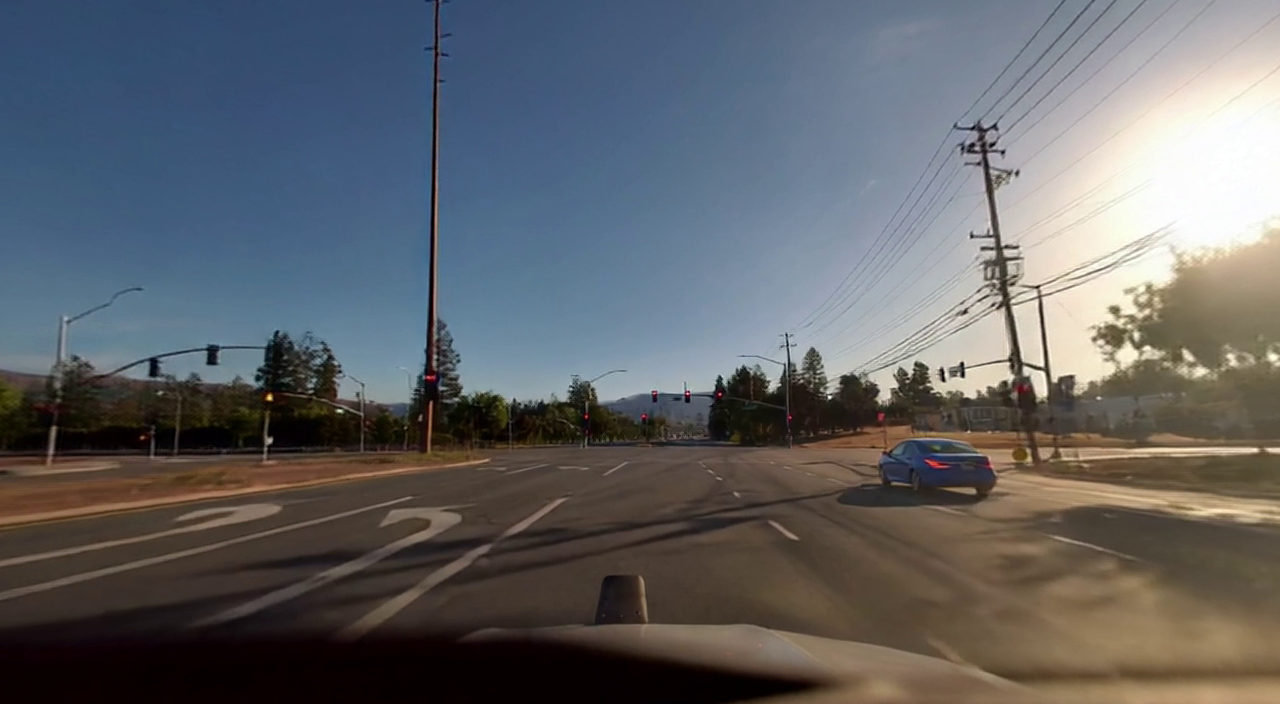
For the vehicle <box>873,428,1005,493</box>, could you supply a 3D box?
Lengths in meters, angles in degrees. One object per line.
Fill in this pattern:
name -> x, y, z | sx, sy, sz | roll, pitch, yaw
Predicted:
vehicle -> 7.899, 2.885, 17.104 | 1.797, 1.544, 3.685 | 0, -9, 1
